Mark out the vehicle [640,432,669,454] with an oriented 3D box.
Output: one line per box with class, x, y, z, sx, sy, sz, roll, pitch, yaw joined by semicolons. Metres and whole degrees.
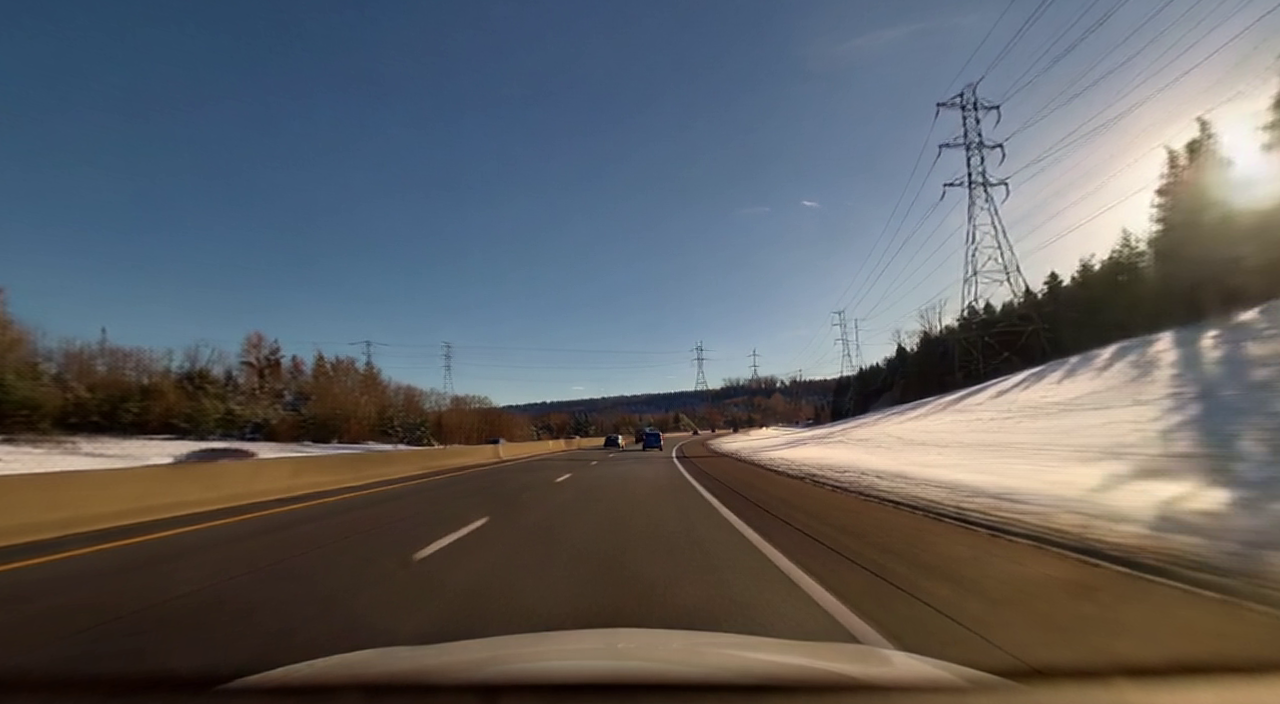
vehicle;1.152;6.891;47.796;2.077;1.523;4.206;0;-8;3
